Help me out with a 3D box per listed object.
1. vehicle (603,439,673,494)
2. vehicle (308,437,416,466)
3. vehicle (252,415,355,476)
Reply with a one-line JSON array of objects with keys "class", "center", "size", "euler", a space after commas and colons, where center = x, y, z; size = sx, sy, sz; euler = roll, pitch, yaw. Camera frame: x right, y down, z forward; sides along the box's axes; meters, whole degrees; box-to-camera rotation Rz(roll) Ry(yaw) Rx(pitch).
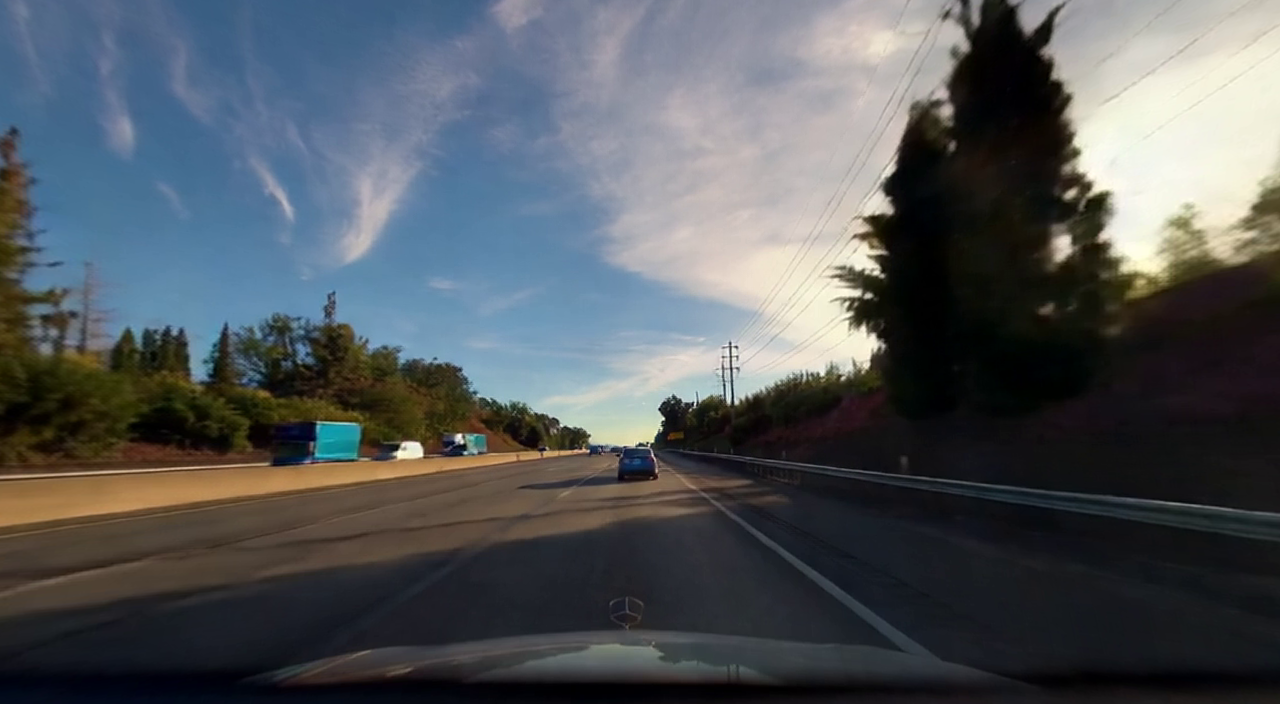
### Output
[{"class": "vehicle", "center": [-0.076, 3.511, 19.712], "size": [1.966, 1.499, 4.298], "euler": [0, -9, -1]}, {"class": "vehicle", "center": [-20.406, 7.424, 47.301], "size": [2.783, 1.863, 11.406], "euler": [0, -8, 1]}, {"class": "vehicle", "center": [-20.527, 5.797, 38.953], "size": [2.891, 3.408, 5.972], "euler": [0, -9, 1]}]
